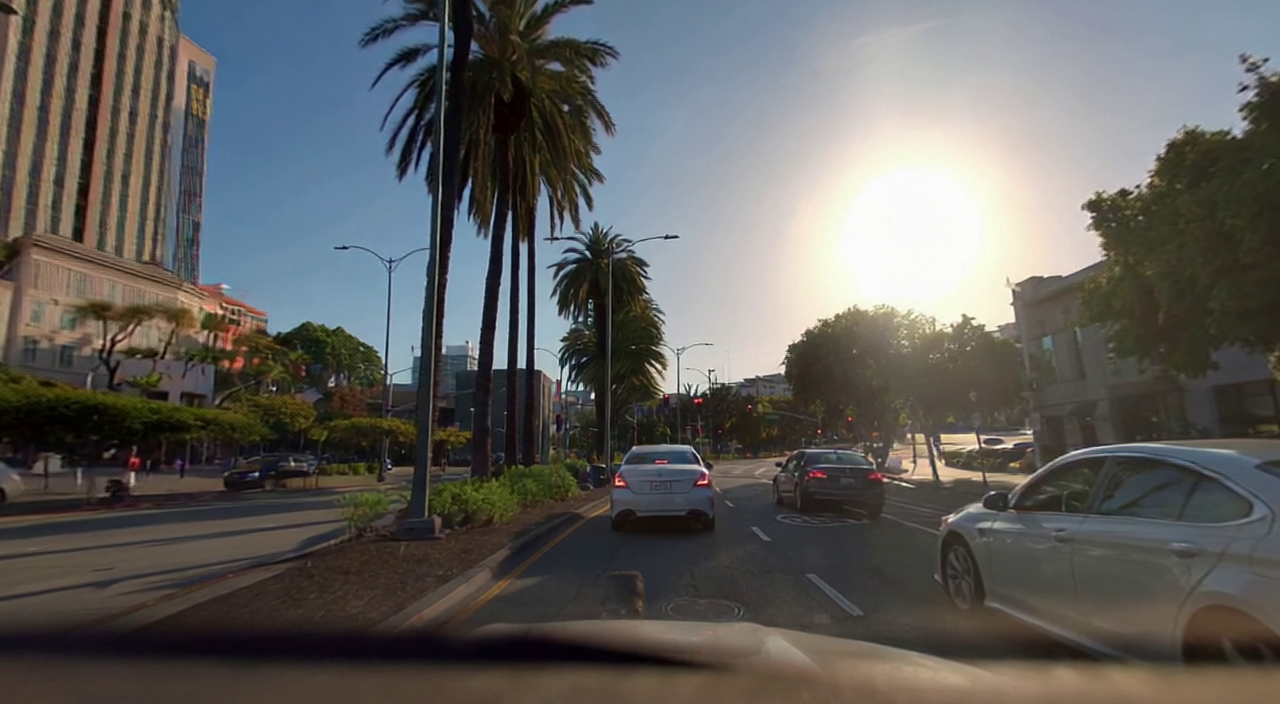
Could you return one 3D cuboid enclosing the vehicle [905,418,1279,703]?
[{"bbox_3d":[3.640,1.265,4.276,1.913,1.469,4.425,-1,-9,2],"label":"vehicle"}]

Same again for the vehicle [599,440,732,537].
[{"bbox_3d":[0.489,2.433,11.833,2.078,1.503,3.681,-1,-9,3],"label":"vehicle"}]

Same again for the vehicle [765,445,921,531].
[{"bbox_3d":[4.033,2.736,13.407,1.920,1.490,4.417,0,-9,1],"label":"vehicle"}]

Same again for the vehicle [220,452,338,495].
[{"bbox_3d":[-15.644,5.248,27.714,2.078,1.662,4.436,-2,-9,9],"label":"vehicle"}]
